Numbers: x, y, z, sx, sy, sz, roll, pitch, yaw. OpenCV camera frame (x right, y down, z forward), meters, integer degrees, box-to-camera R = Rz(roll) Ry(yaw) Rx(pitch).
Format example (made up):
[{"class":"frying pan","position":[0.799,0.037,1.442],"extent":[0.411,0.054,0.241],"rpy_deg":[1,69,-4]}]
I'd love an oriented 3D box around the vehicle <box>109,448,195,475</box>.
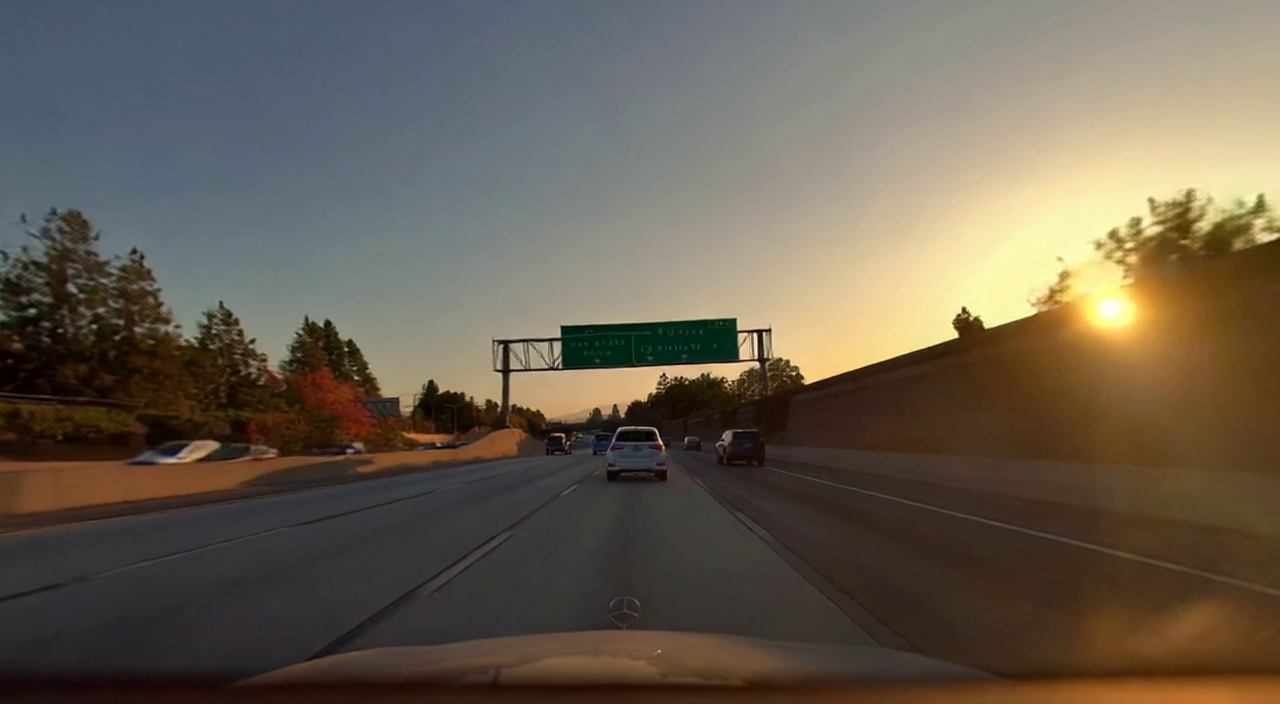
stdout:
[{"class":"vehicle","position":[-28.693,6.415,37.226],"extent":[1.721,1.416,4.208],"rpy_deg":[0,-8,0]}]

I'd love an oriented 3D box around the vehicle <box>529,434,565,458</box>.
[{"class":"vehicle","position":[-6.990,7.117,47.854],"extent":[2.024,1.706,4.249],"rpy_deg":[0,-9,1]}]

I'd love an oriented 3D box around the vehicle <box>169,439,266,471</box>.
[{"class":"vehicle","position":[-21.647,5.294,32.563],"extent":[1.969,1.521,4.405],"rpy_deg":[0,-9,0]}]

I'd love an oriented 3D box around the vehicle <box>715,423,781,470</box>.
[{"class":"vehicle","position":[4.569,4.089,27.259],"extent":[2.017,1.847,4.299],"rpy_deg":[0,-9,-1]}]

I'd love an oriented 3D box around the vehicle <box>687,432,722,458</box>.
[{"class":"vehicle","position":[4.350,6.332,43.045],"extent":[2.001,1.651,3.916],"rpy_deg":[0,-9,0]}]

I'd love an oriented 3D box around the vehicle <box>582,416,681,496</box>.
[{"class":"vehicle","position":[-0.198,2.683,16.543],"extent":[2.233,1.804,4.273],"rpy_deg":[0,-9,0]}]
